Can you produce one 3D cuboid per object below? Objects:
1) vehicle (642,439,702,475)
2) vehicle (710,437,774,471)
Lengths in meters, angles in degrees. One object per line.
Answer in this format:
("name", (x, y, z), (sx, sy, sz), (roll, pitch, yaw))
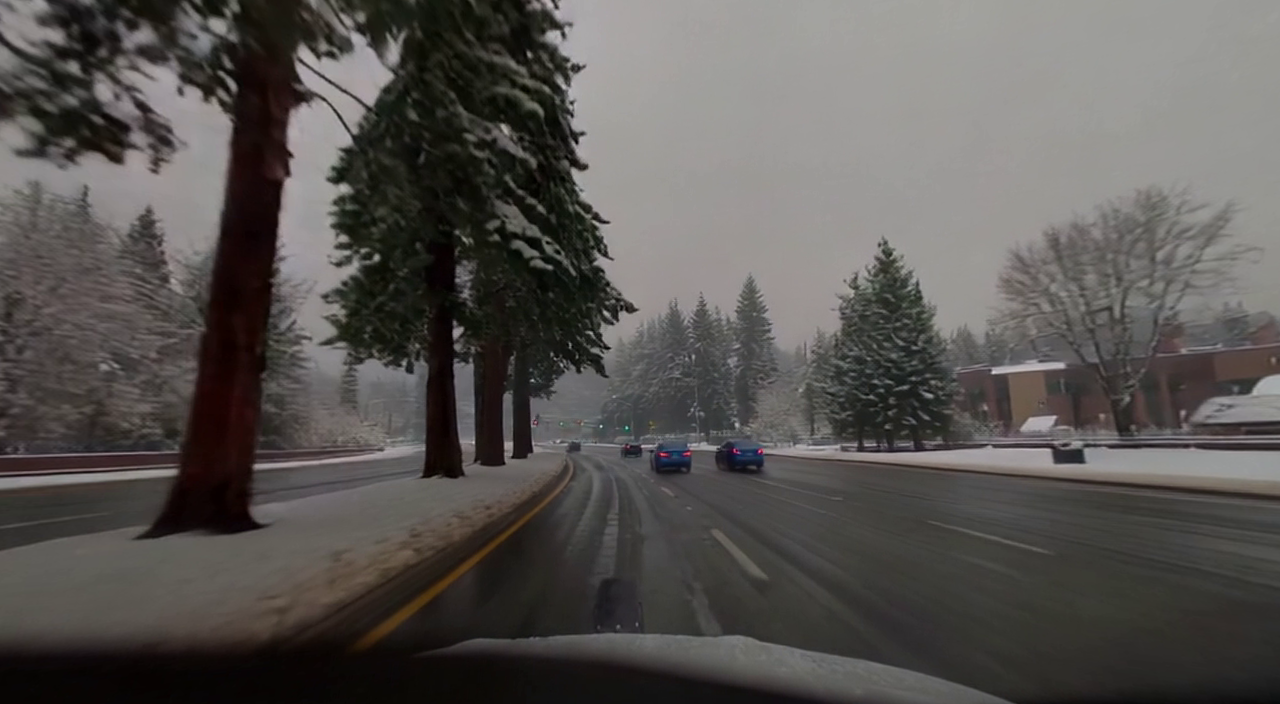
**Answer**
("vehicle", (1.339, 4.661, 28.259), (2.077, 1.464, 4.134), (1, -8, -6))
("vehicle", (4.729, 4.806, 29.954), (1.901, 1.474, 4.363), (1, -8, -6))
